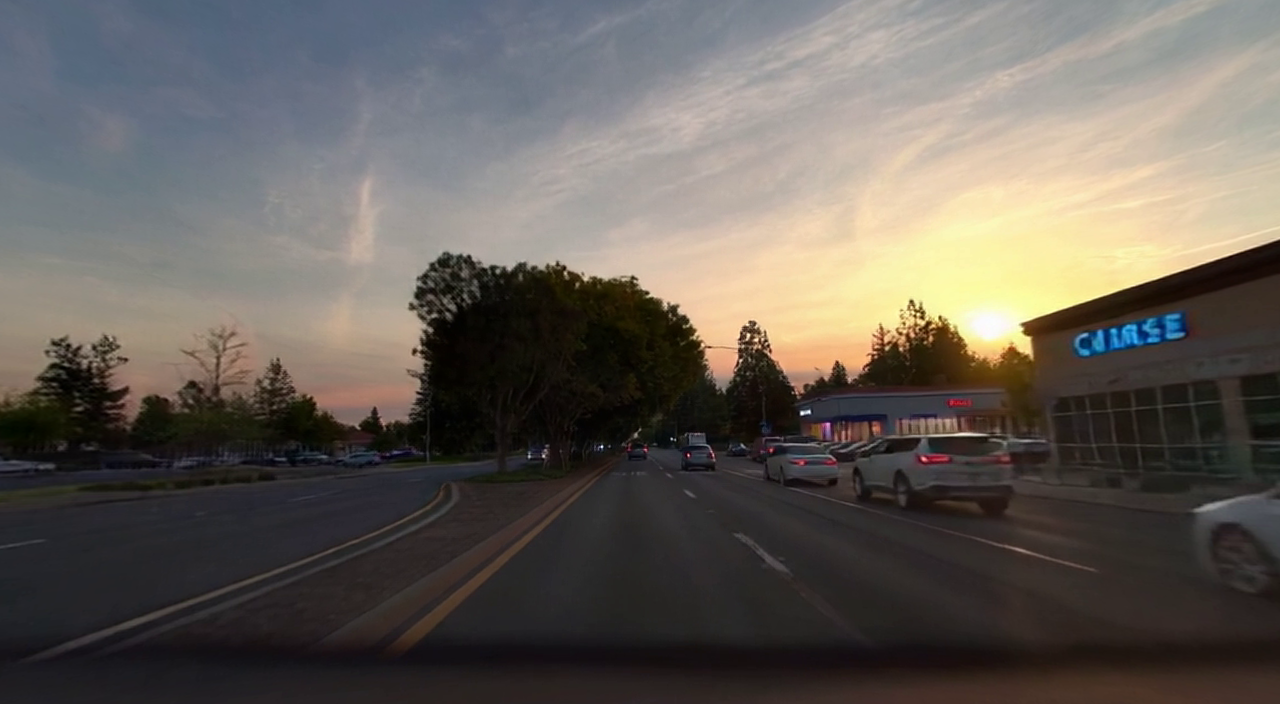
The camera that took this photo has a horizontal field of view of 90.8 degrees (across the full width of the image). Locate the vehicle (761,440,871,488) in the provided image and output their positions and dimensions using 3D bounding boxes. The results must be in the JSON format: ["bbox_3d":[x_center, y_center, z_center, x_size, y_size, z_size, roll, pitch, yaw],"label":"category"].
[{"bbox_3d":[6.028,3.884,22.312,2.072,1.491,4.753,1,-8,-6],"label":"vehicle"}]

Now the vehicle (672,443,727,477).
[{"bbox_3d":[2.743,5.099,30.162,2.099,1.463,4.365,0,-8,-1],"label":"vehicle"}]

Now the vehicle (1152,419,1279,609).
[{"bbox_3d":[6.147,1.087,3.706,2.150,1.485,4.919,0,-8,0],"label":"vehicle"}]

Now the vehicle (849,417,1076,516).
[{"bbox_3d":[6.883,2.511,14.360,2.268,1.822,5.038,0,-8,-3],"label":"vehicle"}]
